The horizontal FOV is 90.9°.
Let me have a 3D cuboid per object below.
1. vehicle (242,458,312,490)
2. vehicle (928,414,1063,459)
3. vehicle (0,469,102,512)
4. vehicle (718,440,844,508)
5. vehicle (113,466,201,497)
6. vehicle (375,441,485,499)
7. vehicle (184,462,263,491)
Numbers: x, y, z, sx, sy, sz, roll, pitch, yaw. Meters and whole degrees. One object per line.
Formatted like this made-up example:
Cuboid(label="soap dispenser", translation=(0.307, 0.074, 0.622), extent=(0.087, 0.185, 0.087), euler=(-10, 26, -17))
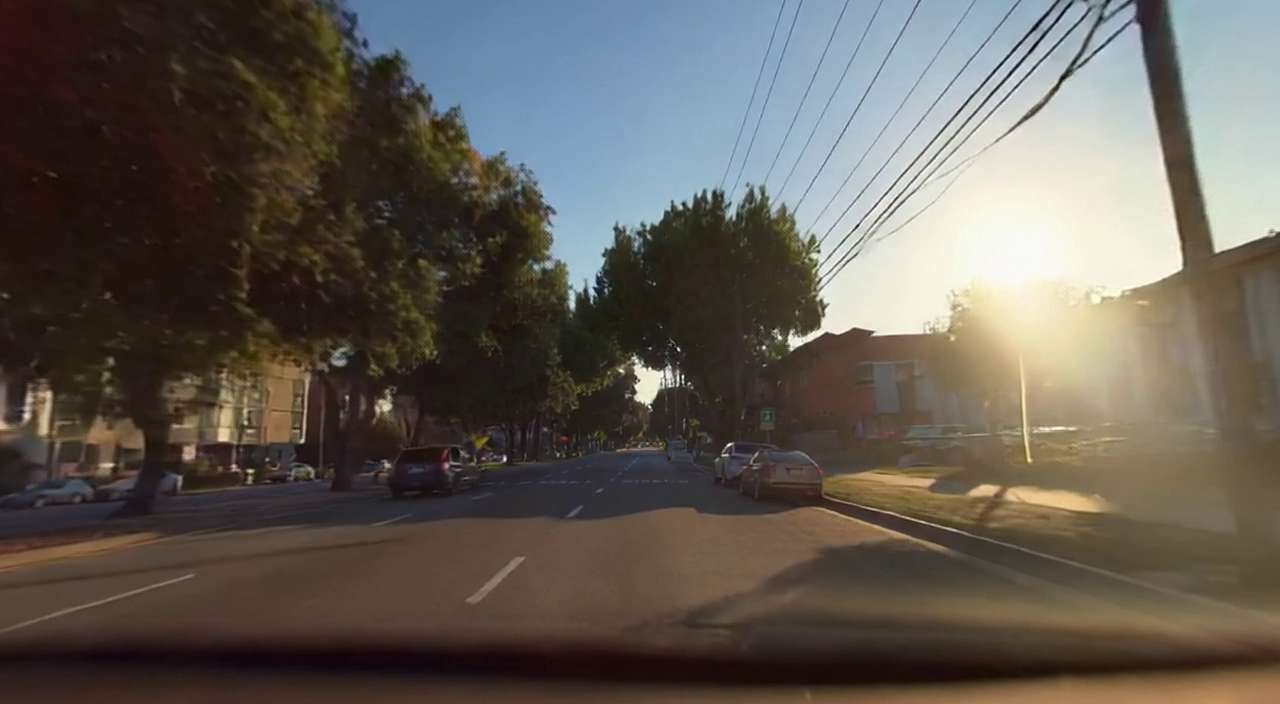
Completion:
Cuboid(label="vehicle", translation=(-25.515, 8.569, 44.551), extent=(2.132, 1.492, 4.734), euler=(-4, -4, 1))
Cuboid(label="vehicle", translation=(23.016, 5.525, 41.145), extent=(6.917, 2.731, 2.901), euler=(0, -8, 1))
Cuboid(label="vehicle", translation=(-25.719, 5.773, 26.578), extent=(1.883, 1.451, 4.676), euler=(-1, -8, 1))
Cuboid(label="vehicle", translation=(3.467, 3.094, 16.575), extent=(2.259, 1.500, 4.474), euler=(0, -8, 0))
Cuboid(label="vehicle", translation=(-25.722, 6.883, 33.752), extent=(1.706, 1.435, 3.899), euler=(0, -8, -2))
Cuboid(label="vehicle", translation=(-6.671, 3.765, 20.622), extent=(2.000, 1.671, 4.497), euler=(0, -8, 1))
Cuboid(label="vehicle", translation=(-25.664, 7.646, 39.048), extent=(1.926, 1.557, 4.385), euler=(0, -8, -1))
